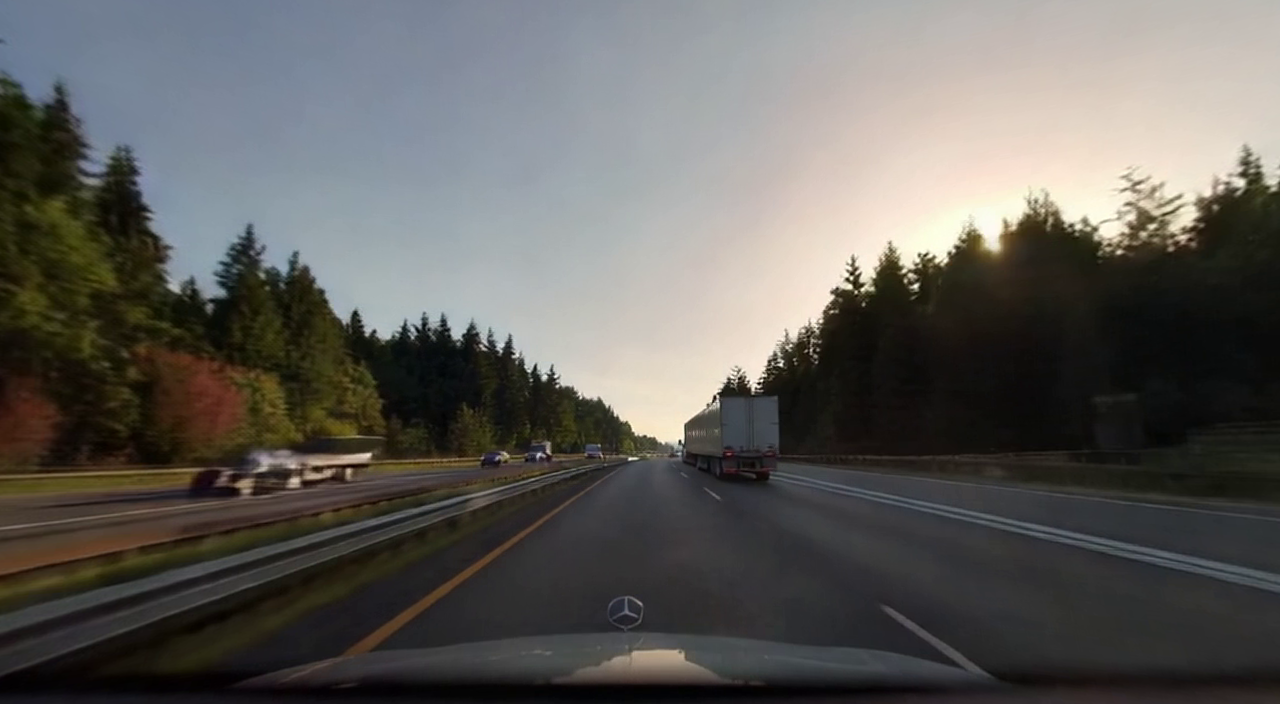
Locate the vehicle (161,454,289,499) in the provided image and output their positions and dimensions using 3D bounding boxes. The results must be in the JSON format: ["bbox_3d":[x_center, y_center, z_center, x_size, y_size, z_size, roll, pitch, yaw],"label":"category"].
[{"bbox_3d":[-15.886,4.752,24.426,2.151,1.554,4.028,0,-9,1],"label":"vehicle"}]

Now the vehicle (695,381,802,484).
[{"bbox_3d":[4.825,4.216,31.521,2.859,3.984,14.045,0,-9,0],"label":"vehicle"}]

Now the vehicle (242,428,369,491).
[{"bbox_3d":[-15.785,5.132,30.357,2.638,2.718,6.116,0,-9,1],"label":"vehicle"}]
